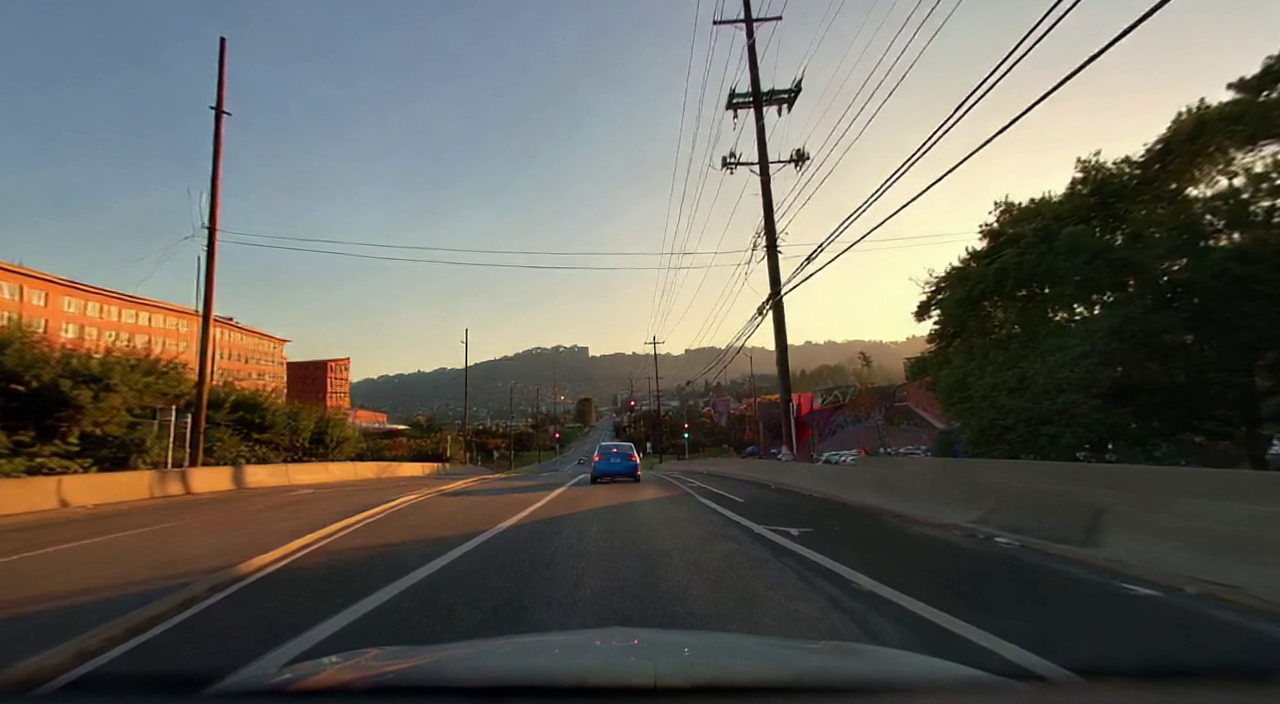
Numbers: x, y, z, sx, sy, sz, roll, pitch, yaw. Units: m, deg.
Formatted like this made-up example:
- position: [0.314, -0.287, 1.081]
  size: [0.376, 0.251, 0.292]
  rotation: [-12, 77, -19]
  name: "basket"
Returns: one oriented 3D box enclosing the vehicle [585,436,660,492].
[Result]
- position: [-0.600, 3.433, 19.706]
  size: [2.123, 1.566, 3.662]
  rotation: [0, -8, -3]
  name: "vehicle"
